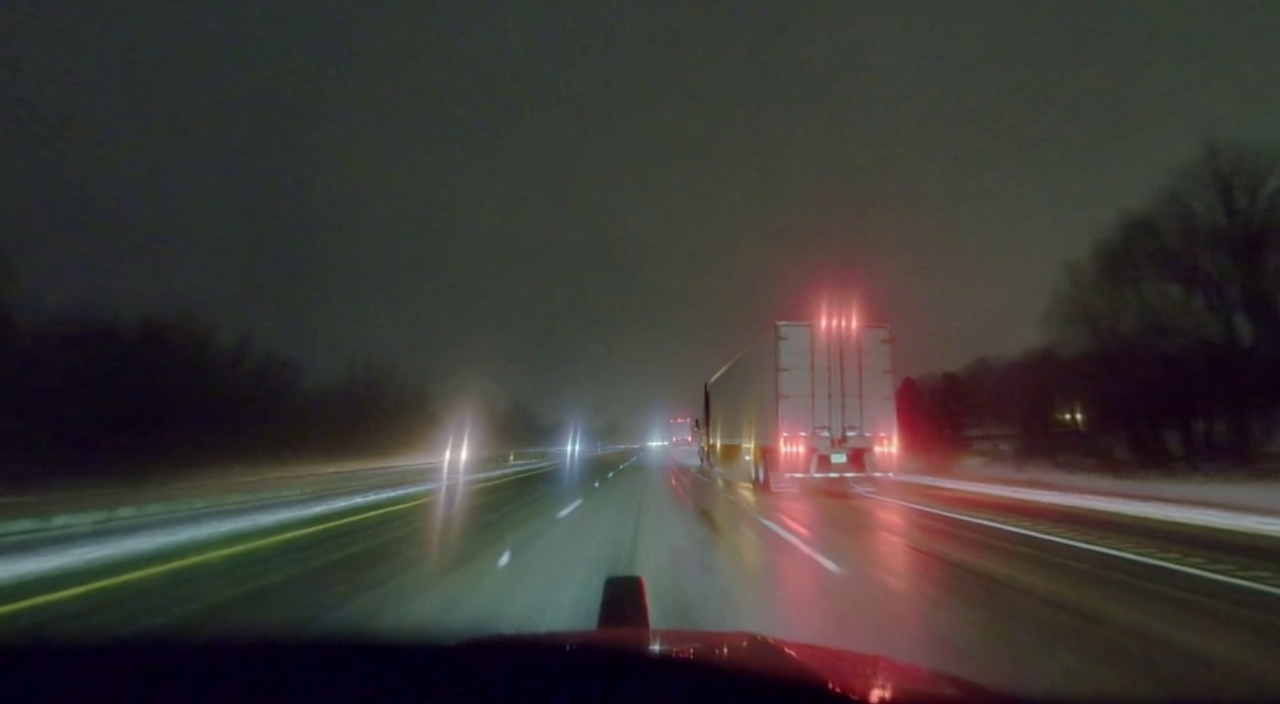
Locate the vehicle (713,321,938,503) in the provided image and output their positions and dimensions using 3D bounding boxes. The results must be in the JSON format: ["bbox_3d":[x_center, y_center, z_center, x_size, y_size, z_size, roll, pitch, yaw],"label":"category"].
[{"bbox_3d":[4.844,2.352,20.950,3.485,3.975,14.489,0,-8,2],"label":"vehicle"}]
